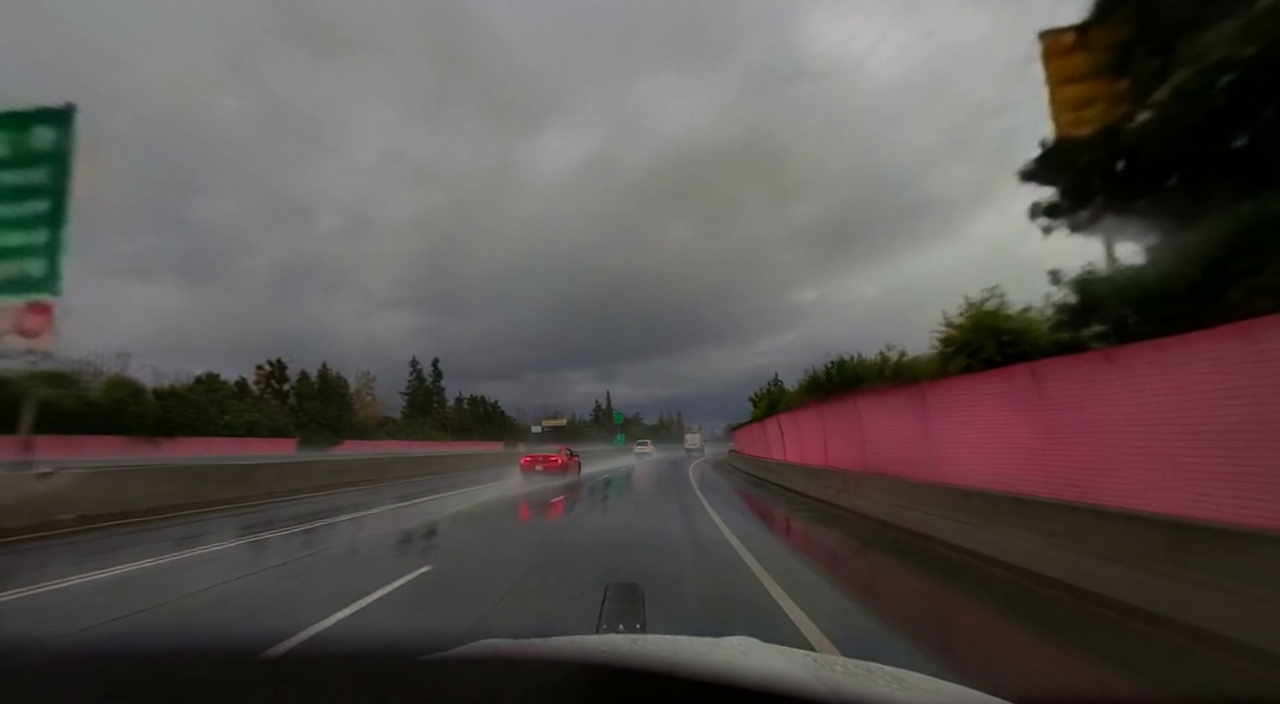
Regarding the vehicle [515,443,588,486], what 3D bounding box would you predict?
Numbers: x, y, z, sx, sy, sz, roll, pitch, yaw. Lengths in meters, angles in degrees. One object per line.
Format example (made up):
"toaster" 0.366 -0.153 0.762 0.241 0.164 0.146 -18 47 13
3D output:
"vehicle" -3.137 4.082 23.206 1.746 1.405 4.339 -1 -9 4
